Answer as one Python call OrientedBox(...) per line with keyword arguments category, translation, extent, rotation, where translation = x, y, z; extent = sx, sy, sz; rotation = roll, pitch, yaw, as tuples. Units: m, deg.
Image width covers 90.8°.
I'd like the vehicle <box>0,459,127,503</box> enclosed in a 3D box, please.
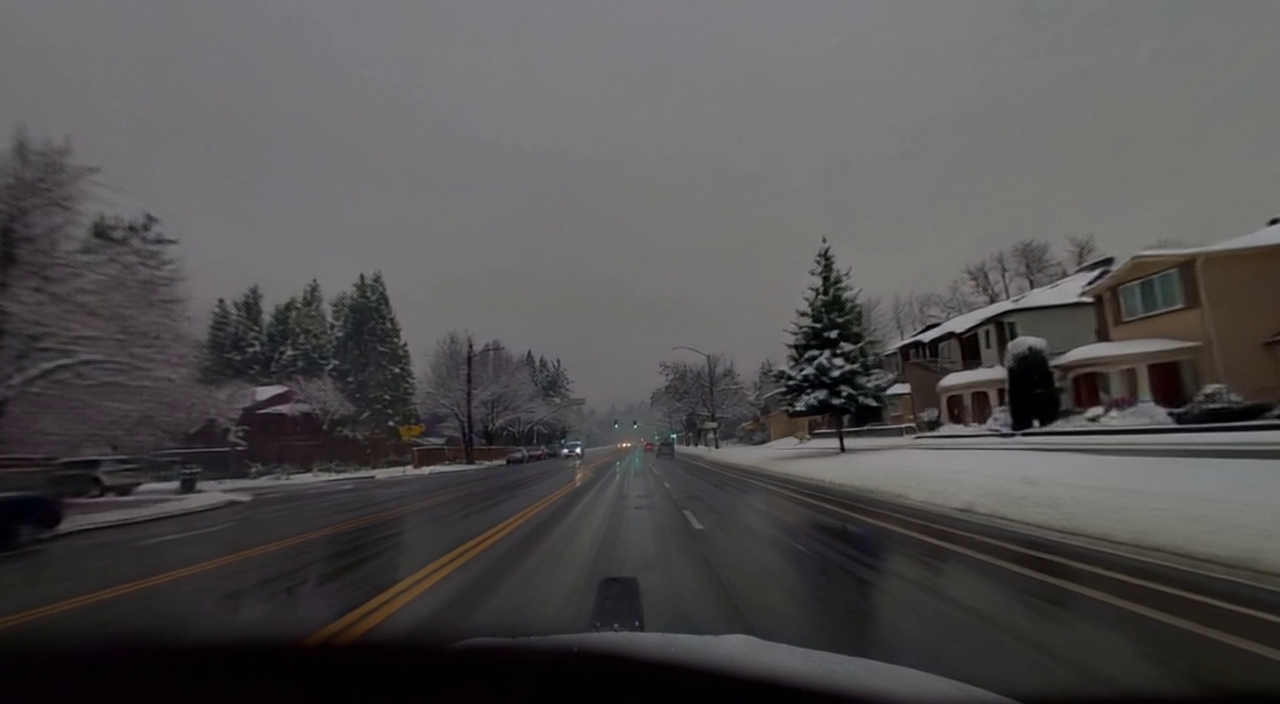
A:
OrientedBox(category="vehicle", translation=(-26.726, 5.798, 28.611), extent=(4.924, 1.844, 2.113), rotation=(0, -9, -2))
